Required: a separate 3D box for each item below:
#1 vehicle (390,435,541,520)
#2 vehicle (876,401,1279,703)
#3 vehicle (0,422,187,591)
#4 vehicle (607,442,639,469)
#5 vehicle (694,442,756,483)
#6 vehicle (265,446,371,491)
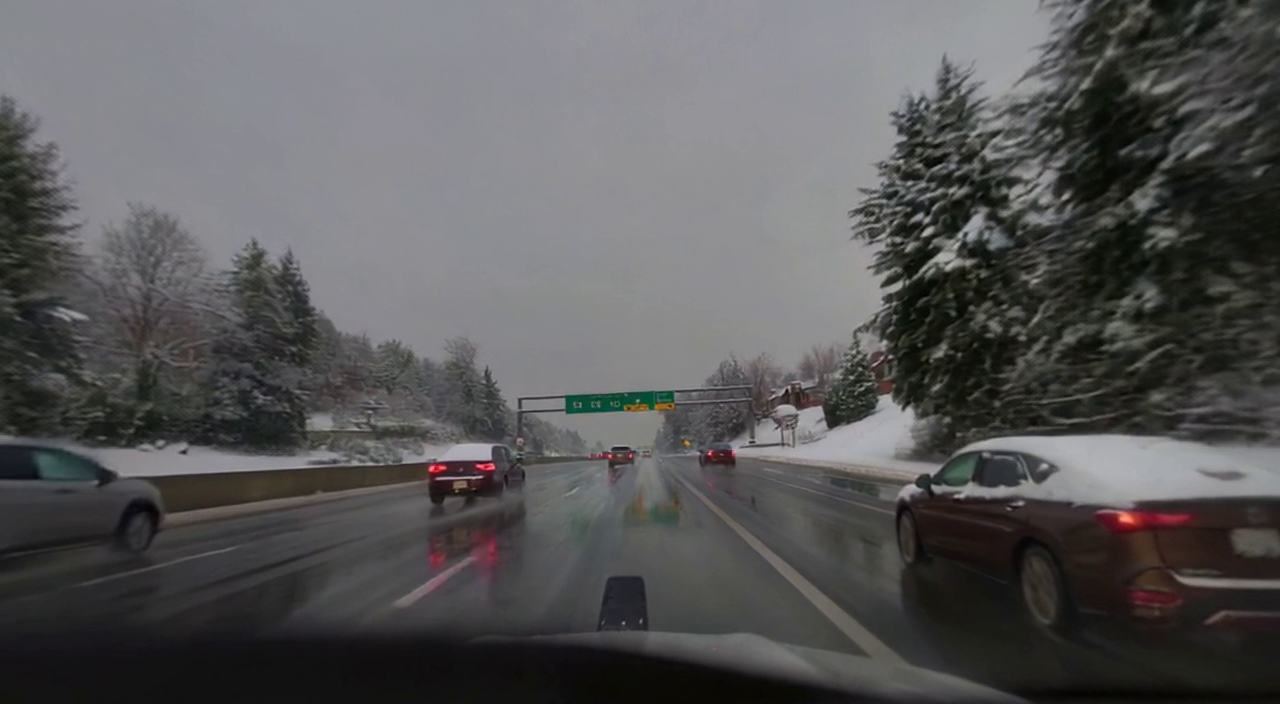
[{"bbox_3d":[-3.653,2.707,14.178,2.136,1.571,4.285,0,-8,1],"label":"vehicle"},{"bbox_3d":[3.605,1.275,4.829,1.912,1.509,4.291,0,-8,0],"label":"vehicle"},{"bbox_3d":[-7.445,1.604,6.654,2.057,1.681,4.277,0,-8,1],"label":"vehicle"},{"bbox_3d":[-1.188,7.208,44.212,2.183,1.764,4.134,0,-8,-1],"label":"vehicle"},{"bbox_3d":[3.263,4.304,24.874,1.854,1.438,3.954,0,-8,-1],"label":"vehicle"},{"bbox_3d":[-12.543,4.515,24.914,1.874,1.593,4.281,0,-8,1],"label":"vehicle"}]
